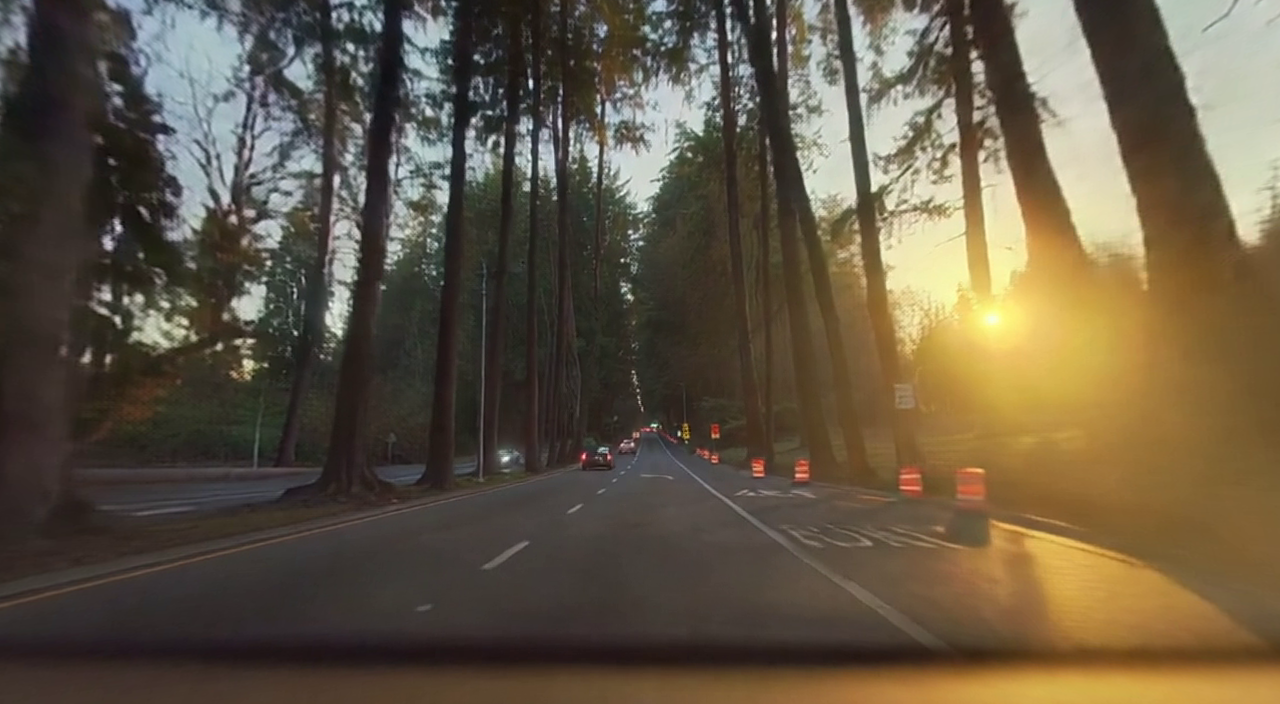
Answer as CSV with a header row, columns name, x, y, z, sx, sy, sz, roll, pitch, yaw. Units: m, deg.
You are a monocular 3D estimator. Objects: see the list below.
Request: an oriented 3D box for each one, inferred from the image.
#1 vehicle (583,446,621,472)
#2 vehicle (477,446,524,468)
name,x,y,z,sx,sy,sz,roll,pitch,yaw
vehicle,-2.307,6.650,39.293,2.029,1.511,3.922,0,-9,2
vehicle,-9.653,7.275,43.716,1.953,1.471,4.670,-1,-9,4
